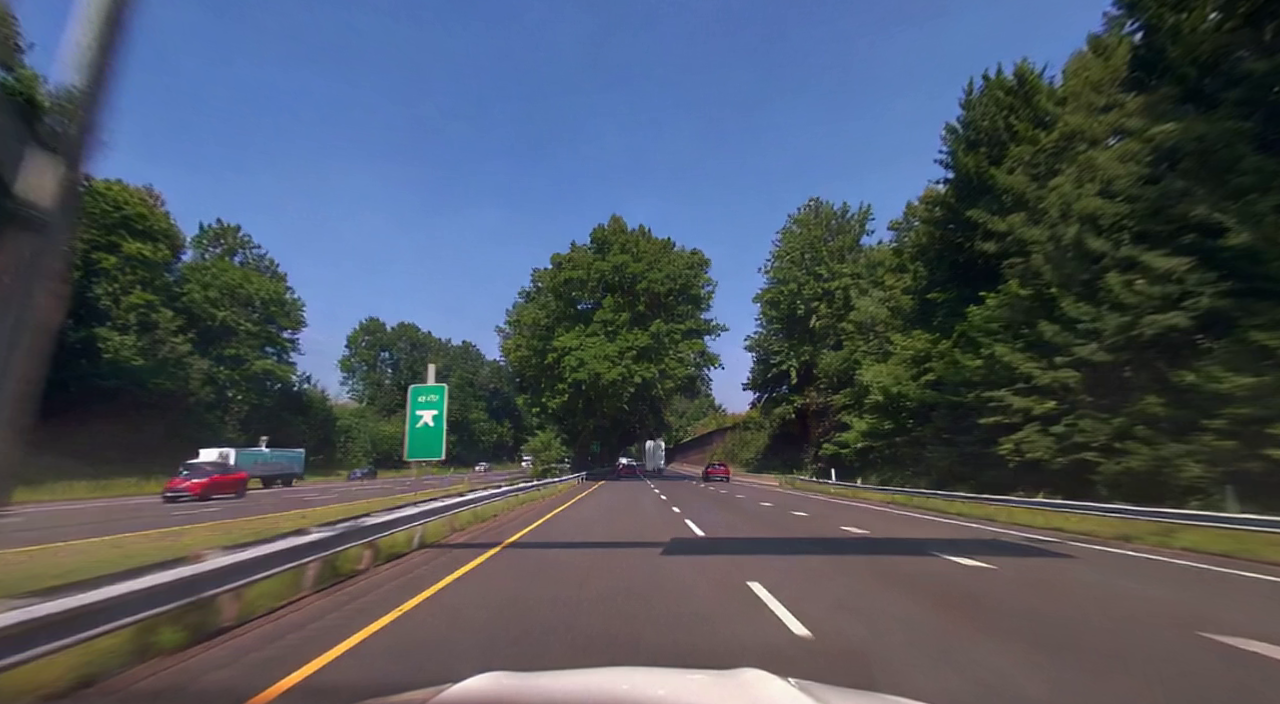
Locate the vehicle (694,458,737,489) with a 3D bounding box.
[{"bbox_3d":[4.611,7.486,38.912,1.998,1.776,4.663,1,-10,-1],"label":"vehicle"}]

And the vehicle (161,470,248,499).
[{"bbox_3d":[-23.638,7.180,34.402,1.751,1.395,4.139,1,-10,0],"label":"vehicle"}]

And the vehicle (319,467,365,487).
[{"bbox_3d":[-23.087,9.676,48.922,1.727,1.421,3.652,1,-10,0],"label":"vehicle"}]
